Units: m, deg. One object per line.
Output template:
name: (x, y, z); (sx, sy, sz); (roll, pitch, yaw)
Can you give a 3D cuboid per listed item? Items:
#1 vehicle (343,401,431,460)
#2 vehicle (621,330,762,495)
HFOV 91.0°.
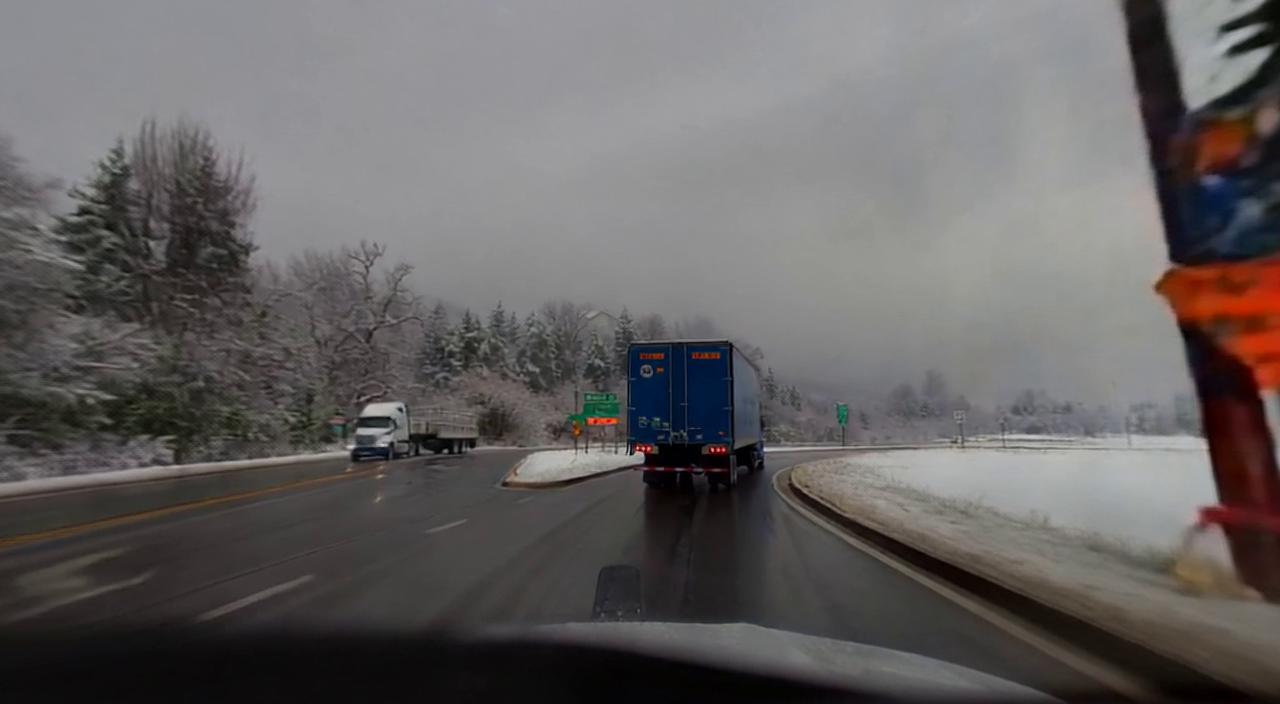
vehicle: (-17.002, 5.392, 42.876); (3.008, 3.708, 6.125); (-1, -8, 5)
vehicle: (1.983, 1.984, 18.762); (2.937, 3.647, 9.344); (-2, -8, 12)
